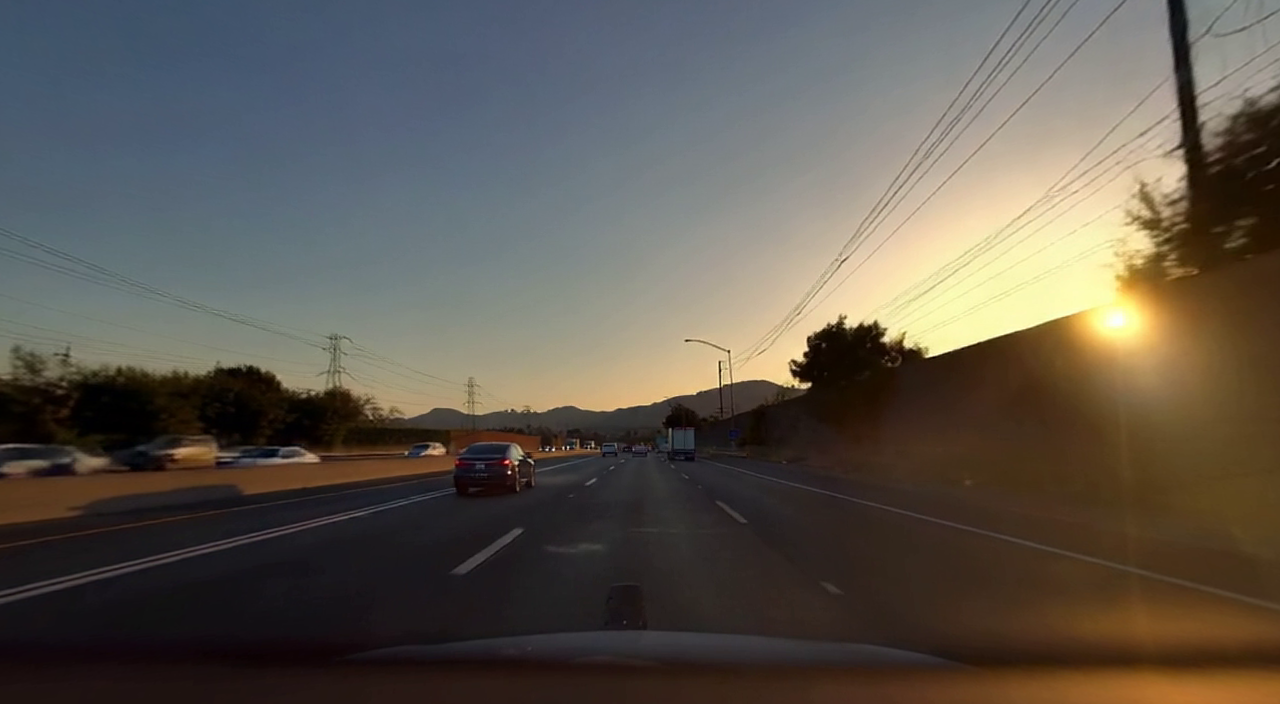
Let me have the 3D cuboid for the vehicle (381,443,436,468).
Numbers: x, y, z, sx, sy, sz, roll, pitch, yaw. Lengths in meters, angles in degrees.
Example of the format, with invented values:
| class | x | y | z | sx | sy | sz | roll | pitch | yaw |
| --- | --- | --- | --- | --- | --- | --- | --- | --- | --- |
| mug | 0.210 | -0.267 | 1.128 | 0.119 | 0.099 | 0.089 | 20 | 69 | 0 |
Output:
| class | x | y | z | sx | sy | sz | roll | pitch | yaw |
| --- | --- | --- | --- | --- | --- | --- | --- | --- | --- |
| vehicle | -14.843 | 6.653 | 40.706 | 1.890 | 1.476 | 4.274 | 0 | -8 | 1 |

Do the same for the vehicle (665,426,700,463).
| class | x | y | z | sx | sy | sz | roll | pitch | yaw |
| --- | --- | --- | --- | --- | --- | --- | --- | --- | --- |
| vehicle | 3.284 | 7.304 | 49.813 | 2.352 | 2.698 | 5.688 | 0 | -8 | 0 |

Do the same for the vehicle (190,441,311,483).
| class | x | y | z | sx | sy | sz | roll | pitch | yaw |
| --- | --- | --- | --- | --- | --- | --- | --- | --- | --- |
| vehicle | -14.869 | 4.209 | 24.418 | 1.904 | 1.476 | 4.284 | 0 | -8 | 0 |

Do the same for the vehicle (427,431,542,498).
| class | x | y | z | sx | sy | sz | roll | pitch | yaw |
| --- | --- | --- | --- | --- | --- | --- | --- | --- | --- |
| vehicle | -4.215 | 3.119 | 17.899 | 2.064 | 1.642 | 4.389 | 0 | -8 | 1 |

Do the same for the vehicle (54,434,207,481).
| class | x | y | z | sx | sy | sz | roll | pitch | yaw |
| --- | --- | --- | --- | --- | --- | --- | --- | --- | --- |
| vehicle | -22.256 | 4.622 | 27.947 | 2.117 | 1.885 | 5.477 | 0 | -8 | 1 |
